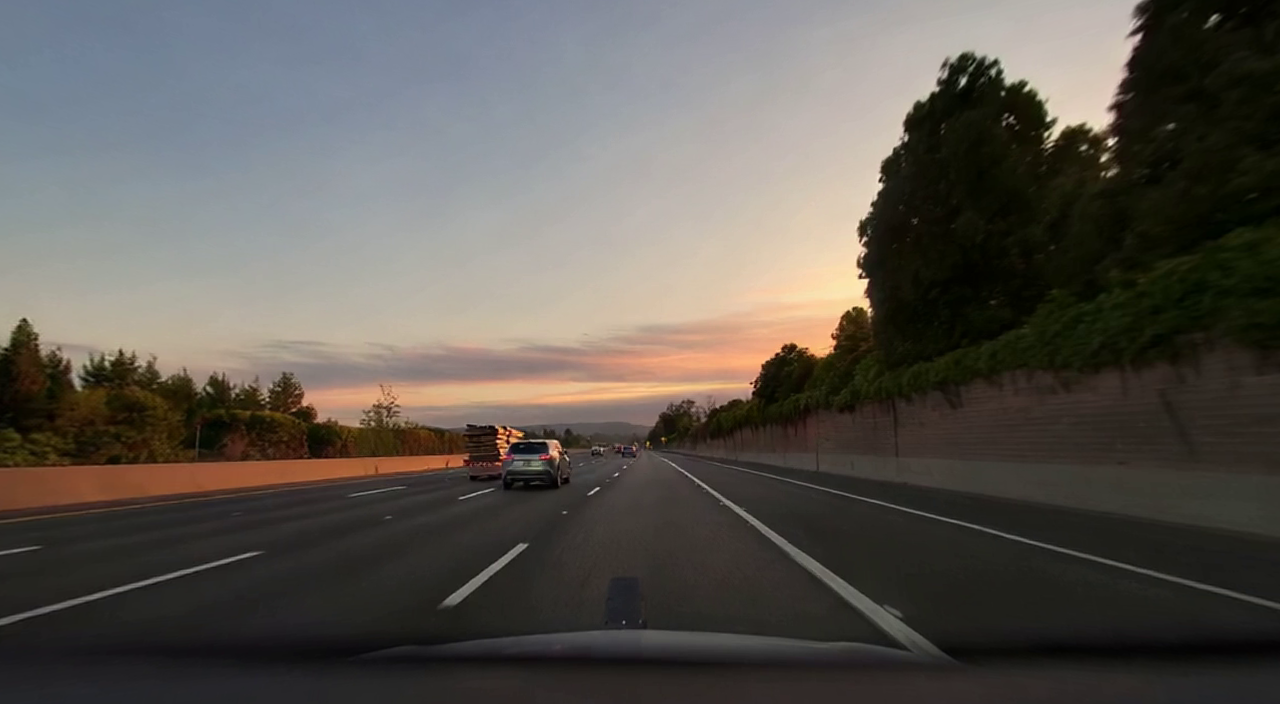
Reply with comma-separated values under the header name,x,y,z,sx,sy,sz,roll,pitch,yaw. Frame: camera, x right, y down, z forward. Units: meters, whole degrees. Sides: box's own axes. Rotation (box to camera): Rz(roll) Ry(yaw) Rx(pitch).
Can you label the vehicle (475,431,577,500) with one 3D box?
name,x,y,z,sx,sy,sz,roll,pitch,yaw
vehicle,-3.196,3.286,18.687,2.114,1.787,4.365,0,-8,1
